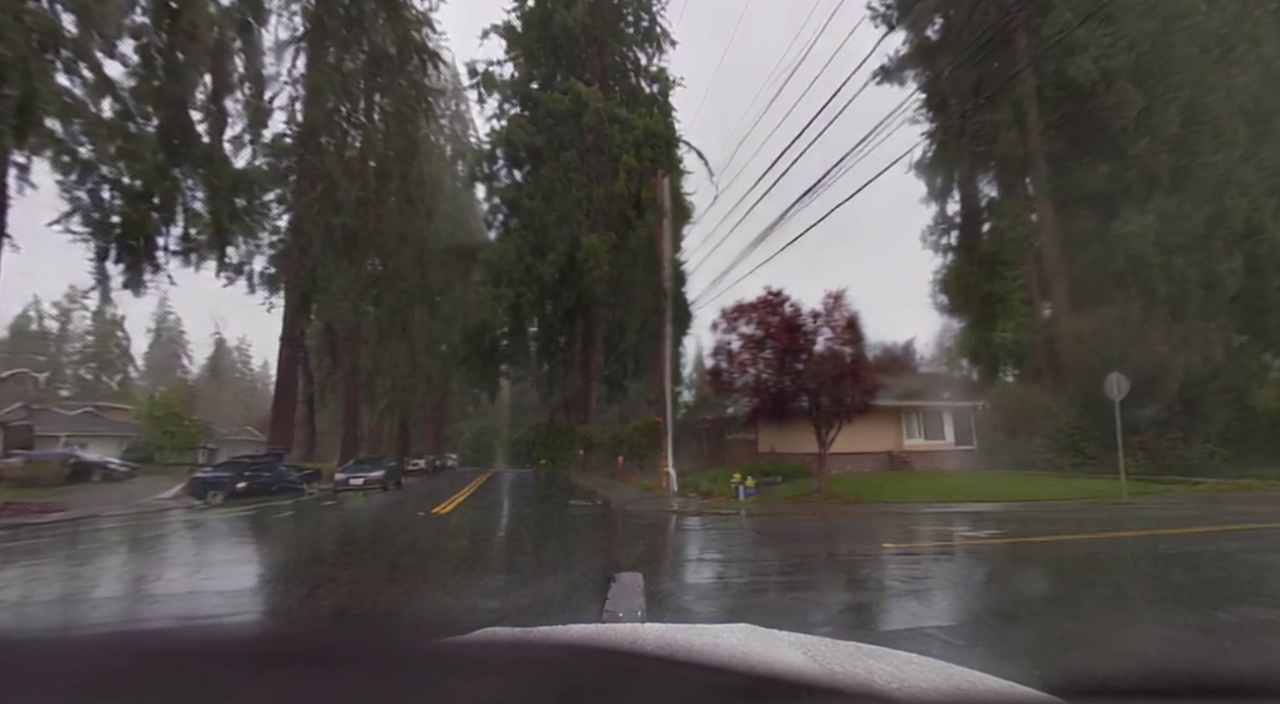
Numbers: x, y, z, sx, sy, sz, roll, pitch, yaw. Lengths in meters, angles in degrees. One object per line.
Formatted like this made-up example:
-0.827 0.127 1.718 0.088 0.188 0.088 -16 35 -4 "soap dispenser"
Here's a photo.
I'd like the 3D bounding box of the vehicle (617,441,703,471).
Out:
1.171 6.174 37.646 4.784 1.647 1.947 2 -9 -14 "vehicle"
